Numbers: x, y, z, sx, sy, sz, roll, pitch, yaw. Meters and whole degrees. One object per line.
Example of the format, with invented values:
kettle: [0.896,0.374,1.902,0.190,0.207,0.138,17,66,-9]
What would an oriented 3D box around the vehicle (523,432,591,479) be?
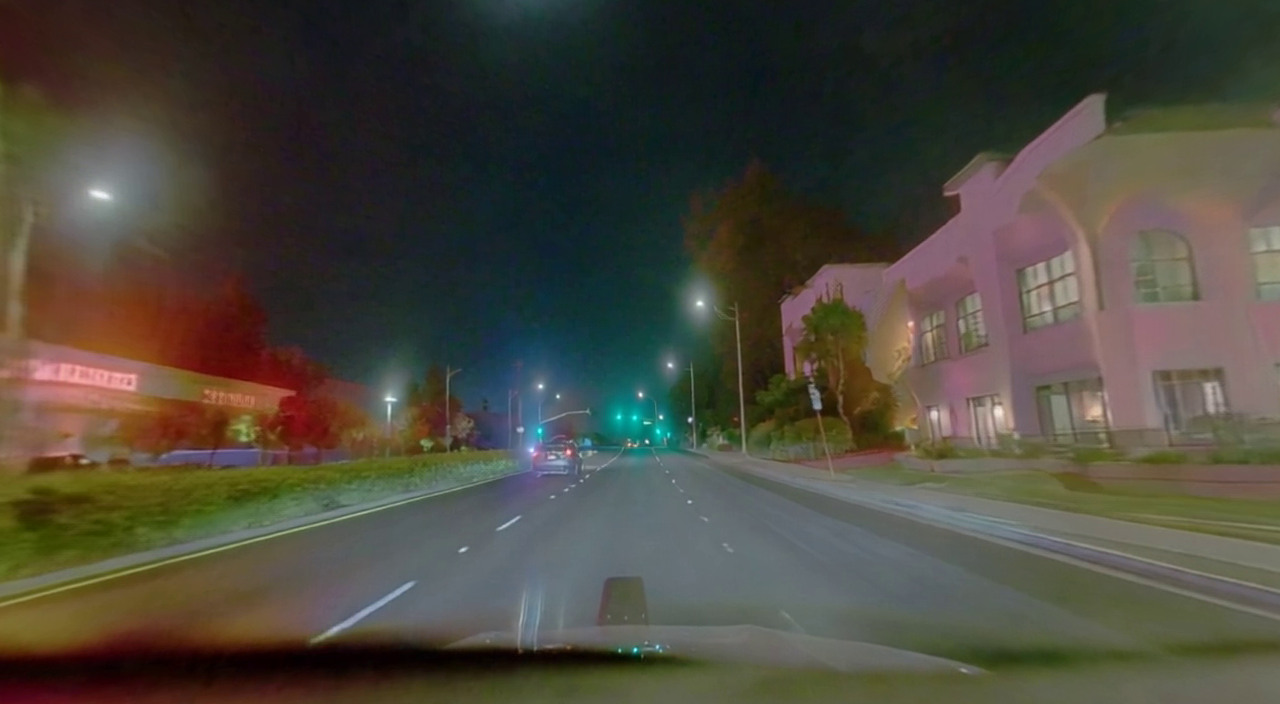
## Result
vehicle: [-3.237,4.161,25.576,2.062,1.693,4.669,0,-9,1]

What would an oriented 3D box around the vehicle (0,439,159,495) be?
vehicle: [-22.455,4.511,24.798,2.452,1.859,5.964,-3,-9,-1]

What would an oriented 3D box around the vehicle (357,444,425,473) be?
vehicle: [-14.264,6.120,36.453,2.075,1.526,4.403,0,-9,1]
